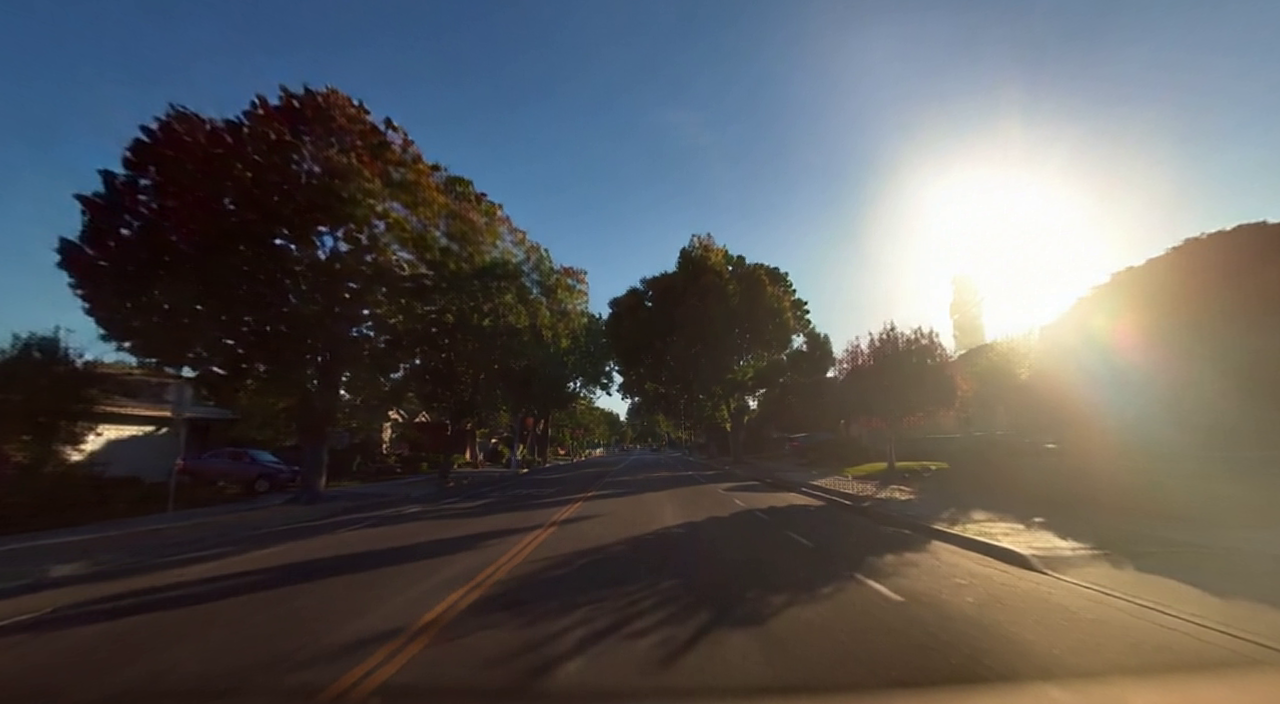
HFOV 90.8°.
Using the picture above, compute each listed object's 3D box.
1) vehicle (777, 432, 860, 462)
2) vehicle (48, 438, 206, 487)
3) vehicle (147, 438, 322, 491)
[{"bbox_3d":[10.727,5.751,38.223,4.449,1.765,1.917,-1,-9,4],"label":"vehicle"},{"bbox_3d":[-19.615,4.218,24.385,4.455,1.707,1.939,6,-11,-38],"label":"vehicle"},{"bbox_3d":[-13.741,3.815,21.629,4.587,1.722,1.906,0,-9,-1],"label":"vehicle"}]
